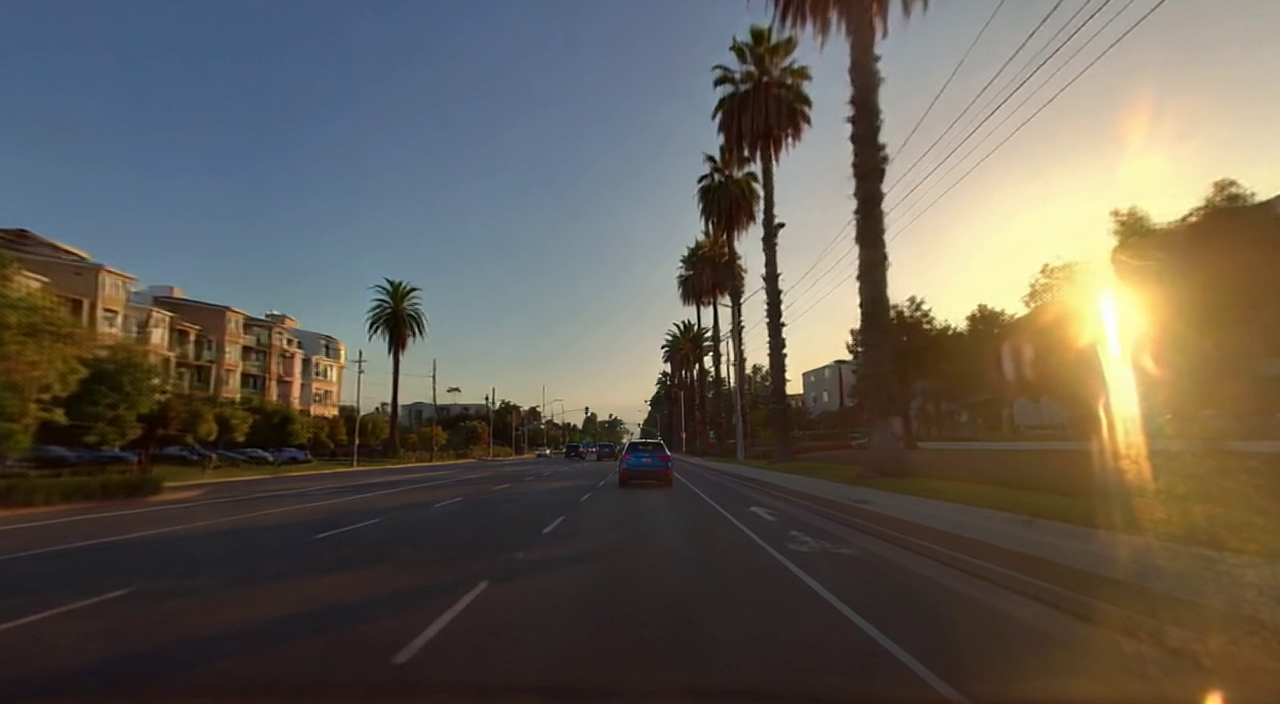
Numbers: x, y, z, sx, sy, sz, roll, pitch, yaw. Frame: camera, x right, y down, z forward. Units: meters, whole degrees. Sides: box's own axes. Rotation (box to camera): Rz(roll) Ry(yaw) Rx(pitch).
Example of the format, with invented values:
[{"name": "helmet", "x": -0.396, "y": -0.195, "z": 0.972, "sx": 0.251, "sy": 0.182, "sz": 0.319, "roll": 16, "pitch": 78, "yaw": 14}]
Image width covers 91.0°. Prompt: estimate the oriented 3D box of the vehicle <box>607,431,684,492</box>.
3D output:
[{"name": "vehicle", "x": 0.147, "y": 3.466, "z": 20.224, "sx": 2.198, "sy": 1.706, "sz": 4.166, "roll": 0, "pitch": -9, "yaw": 0}]
